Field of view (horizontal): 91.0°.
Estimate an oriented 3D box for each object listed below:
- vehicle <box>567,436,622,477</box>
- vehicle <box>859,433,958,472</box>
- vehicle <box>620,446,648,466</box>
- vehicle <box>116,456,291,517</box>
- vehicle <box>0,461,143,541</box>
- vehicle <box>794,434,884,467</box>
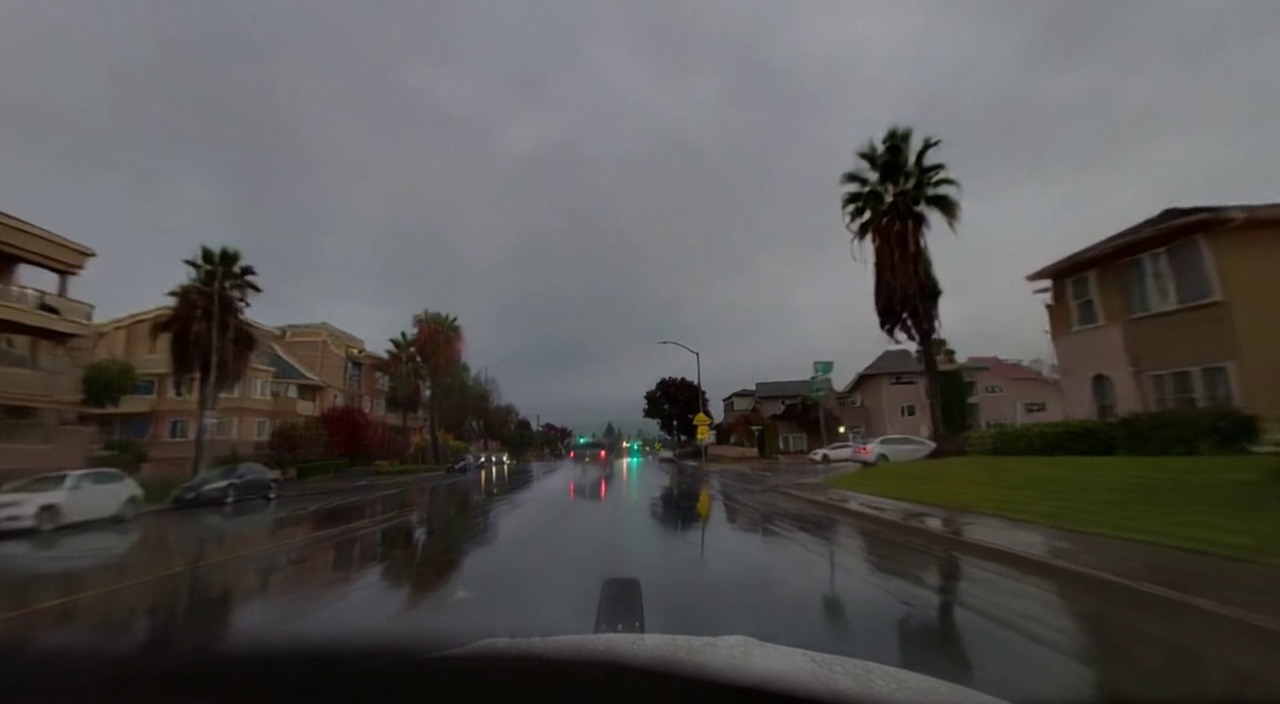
[{"bbox_3d":[-2.100,5.028,30.542,1.994,1.810,5.057,0,-9,3],"label":"vehicle"},{"bbox_3d":[12.485,4.698,29.409,3.778,1.744,1.804,1,-9,-5],"label":"vehicle"},{"bbox_3d":[-0.478,8.146,49.544,2.077,1.504,3.992,0,-9,0],"label":"vehicle"},{"bbox_3d":[-14.263,4.383,21.116,1.939,1.512,5.641,-4,-8,-1],"label":"vehicle"},{"bbox_3d":[-14.105,3.436,14.873,1.784,1.499,3.854,-2,-8,-4],"label":"vehicle"},{"bbox_3d":[12.467,6.202,39.656,4.873,1.624,1.924,-4,-9,-1],"label":"vehicle"}]
